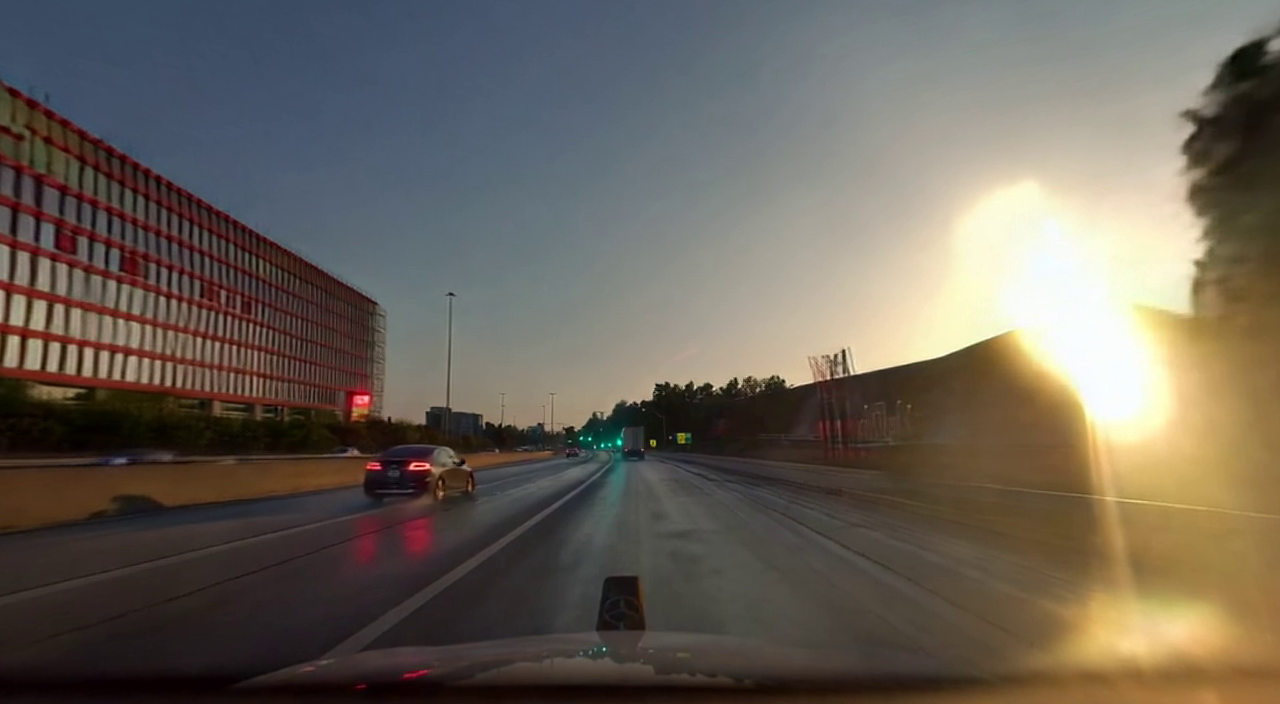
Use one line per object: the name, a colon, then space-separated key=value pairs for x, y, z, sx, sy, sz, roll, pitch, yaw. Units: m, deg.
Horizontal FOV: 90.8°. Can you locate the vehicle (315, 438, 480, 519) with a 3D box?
vehicle: x=-5.130 y=2.713 z=14.066 sx=1.943 sy=1.510 sz=4.201 roll=0 pitch=-9 yaw=1
